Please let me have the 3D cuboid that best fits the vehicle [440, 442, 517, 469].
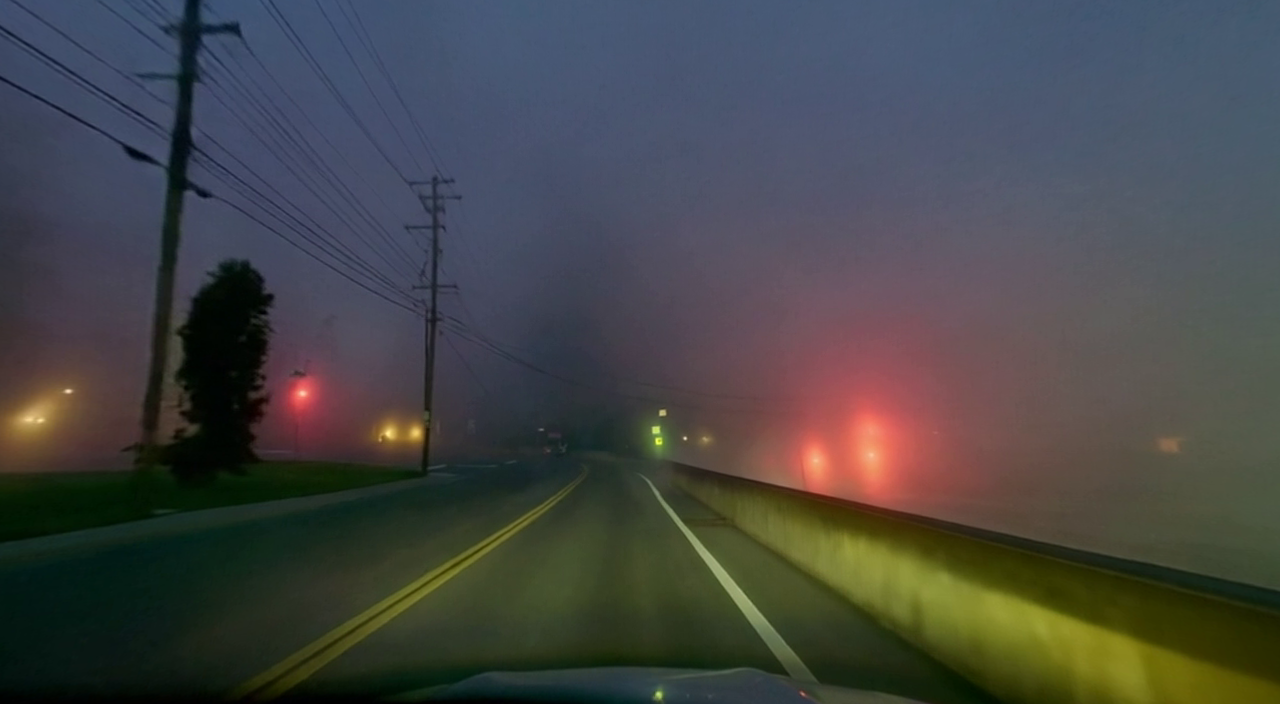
[{"bbox_3d":[-10.689,6.862,42.034,4.500,1.674,1.915,8,-12,-42],"label":"vehicle"}]
